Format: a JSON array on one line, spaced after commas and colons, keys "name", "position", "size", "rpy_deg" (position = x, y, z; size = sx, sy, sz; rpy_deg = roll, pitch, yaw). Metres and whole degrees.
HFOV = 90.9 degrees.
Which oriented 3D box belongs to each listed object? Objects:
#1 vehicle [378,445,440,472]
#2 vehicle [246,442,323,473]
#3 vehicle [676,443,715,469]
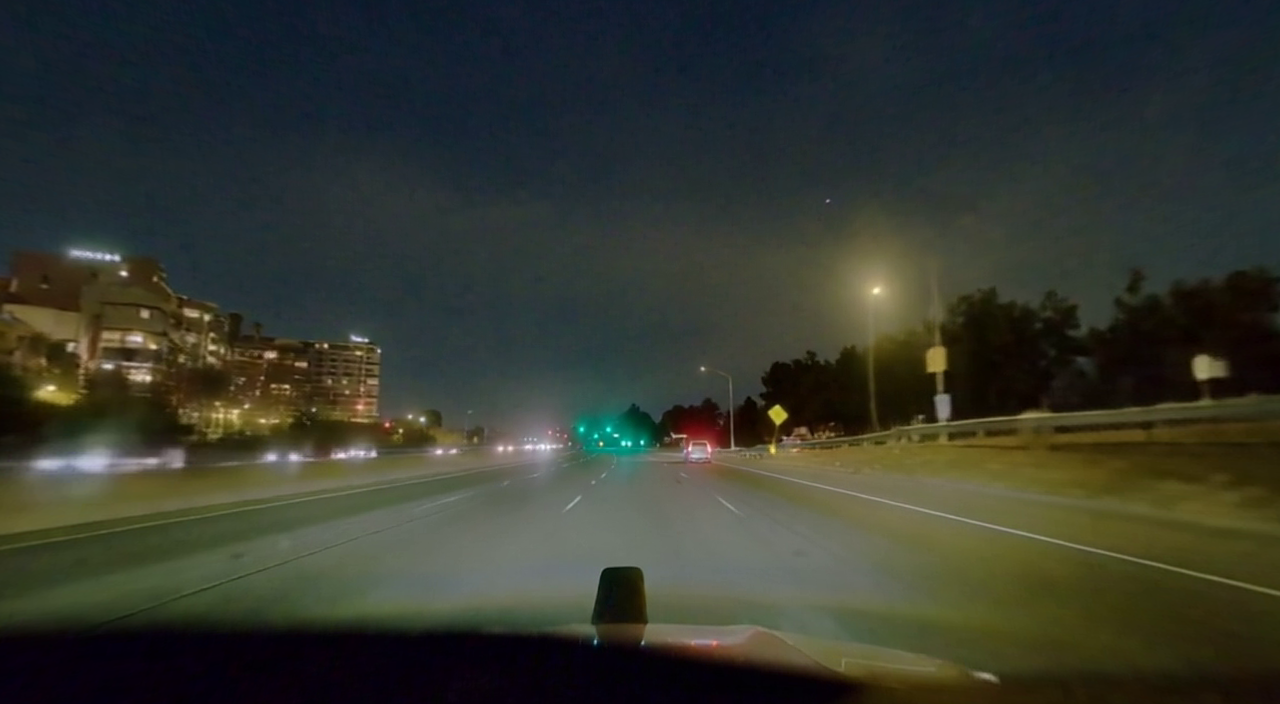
[{"name": "vehicle", "position": [-13.503, 6.235, 37.154], "size": [1.926, 1.470, 4.614], "rpy_deg": [0, -9, -1]}, {"name": "vehicle", "position": [-20.584, 6.103, 36.707], "size": [1.927, 1.707, 4.389], "rpy_deg": [0, -9, -1]}, {"name": "vehicle", "position": [3.441, 6.522, 39.705], "size": [1.926, 1.477, 4.025], "rpy_deg": [0, -9, -2]}]
